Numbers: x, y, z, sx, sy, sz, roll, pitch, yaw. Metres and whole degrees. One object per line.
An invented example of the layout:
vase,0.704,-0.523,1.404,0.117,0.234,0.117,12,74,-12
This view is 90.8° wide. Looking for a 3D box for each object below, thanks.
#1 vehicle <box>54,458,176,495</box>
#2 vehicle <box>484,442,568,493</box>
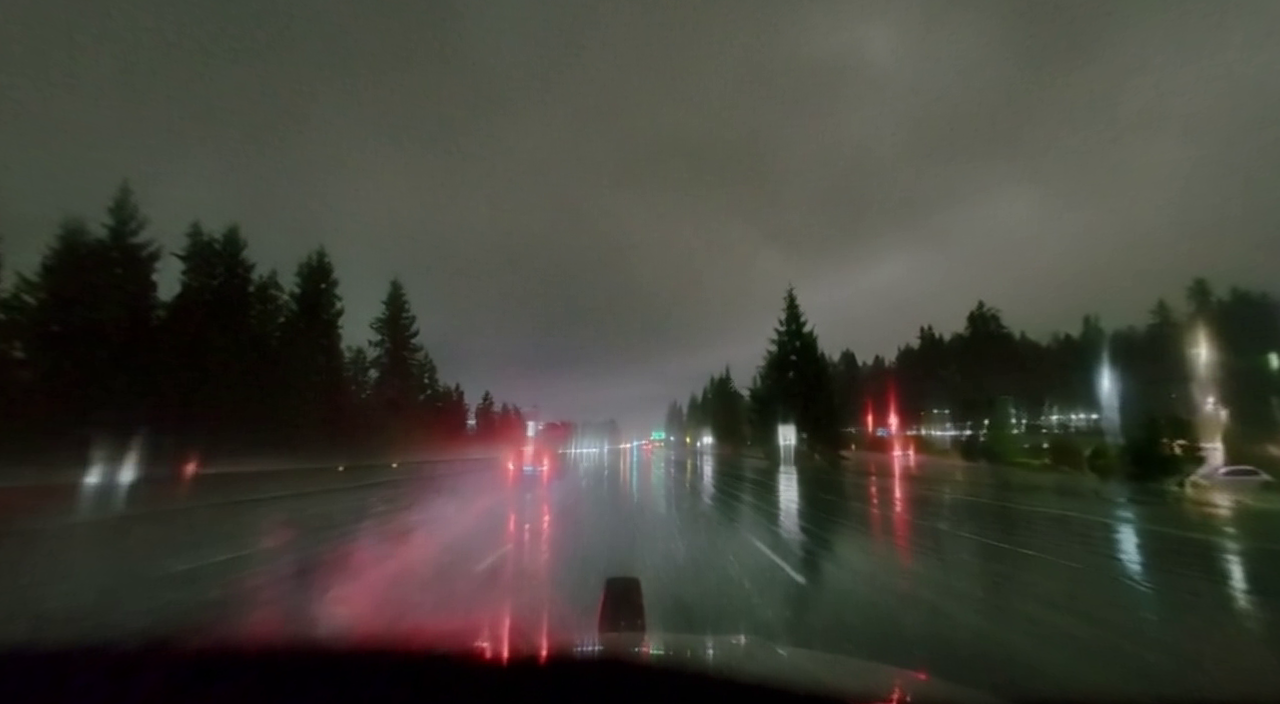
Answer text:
vehicle,-23.474,5.565,28.456,1.906,1.473,4.145,0,-9,0
vehicle,-3.703,3.837,21.313,1.979,1.521,4.147,0,-9,1
